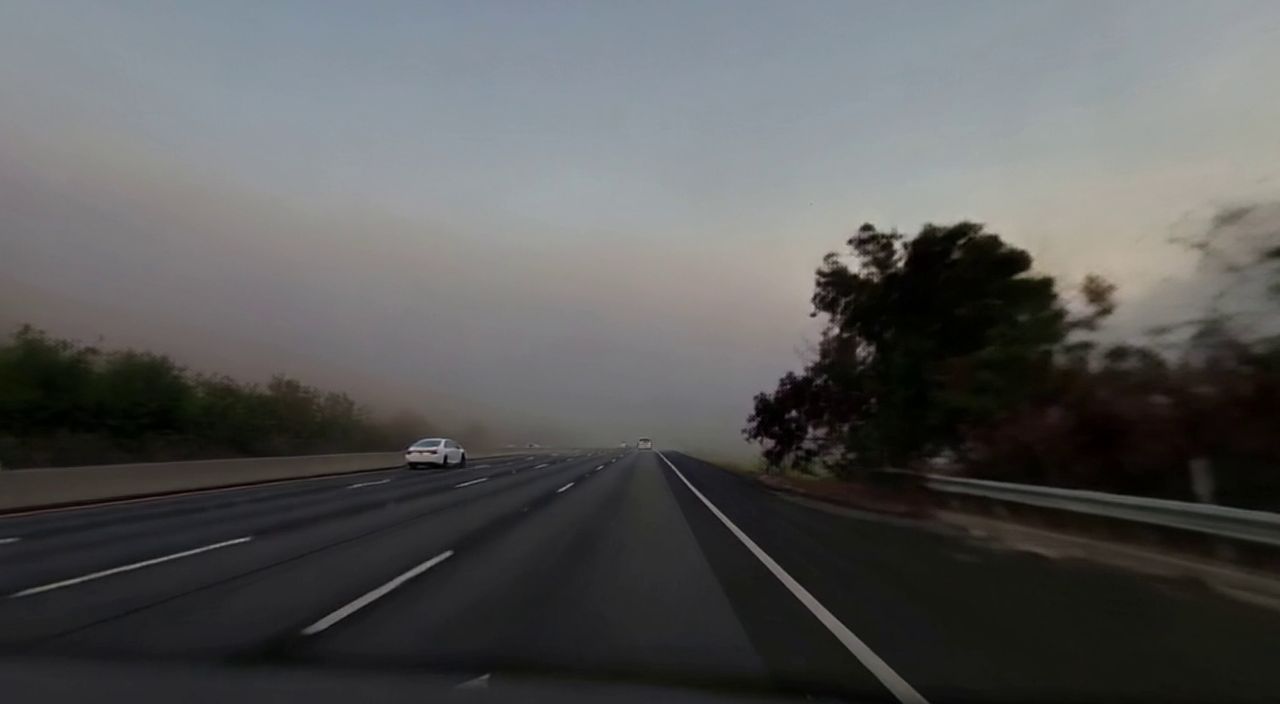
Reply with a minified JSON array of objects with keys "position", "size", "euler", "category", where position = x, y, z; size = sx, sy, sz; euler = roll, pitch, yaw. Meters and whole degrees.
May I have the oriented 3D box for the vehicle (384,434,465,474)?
[{"position":[-10.495,5.008,31.218],"size":[2.152,1.753,4.972],"euler":[0,-8,2],"category":"vehicle"}]
